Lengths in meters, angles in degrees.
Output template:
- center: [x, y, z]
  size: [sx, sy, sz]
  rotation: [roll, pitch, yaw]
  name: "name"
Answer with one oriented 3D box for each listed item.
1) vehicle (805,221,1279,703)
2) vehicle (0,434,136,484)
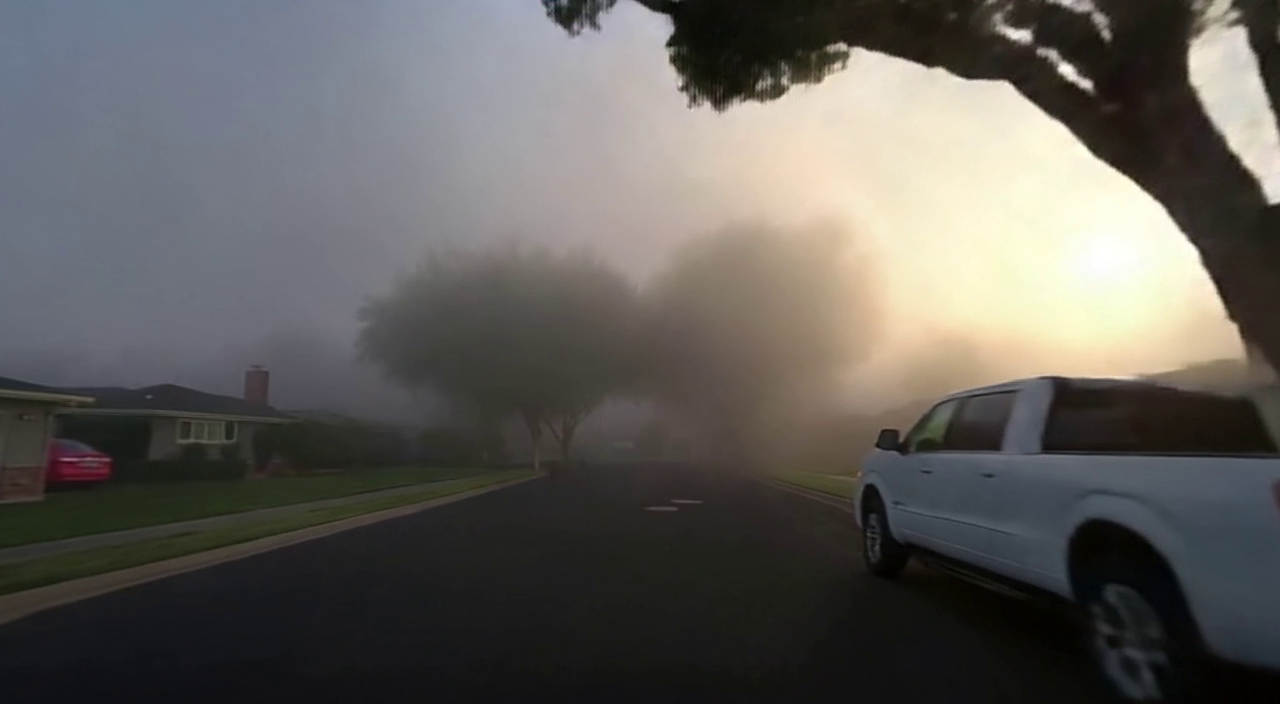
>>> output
- center: [3.704, 1.085, 5.107]
  size: [2.789, 2.206, 7.420]
  rotation: [-1, -9, 1]
  name: "vehicle"
- center: [-19.422, 3.516, 20.945]
  size: [4.337, 1.496, 1.868]
  rotation: [-2, -9, 15]
  name: "vehicle"
